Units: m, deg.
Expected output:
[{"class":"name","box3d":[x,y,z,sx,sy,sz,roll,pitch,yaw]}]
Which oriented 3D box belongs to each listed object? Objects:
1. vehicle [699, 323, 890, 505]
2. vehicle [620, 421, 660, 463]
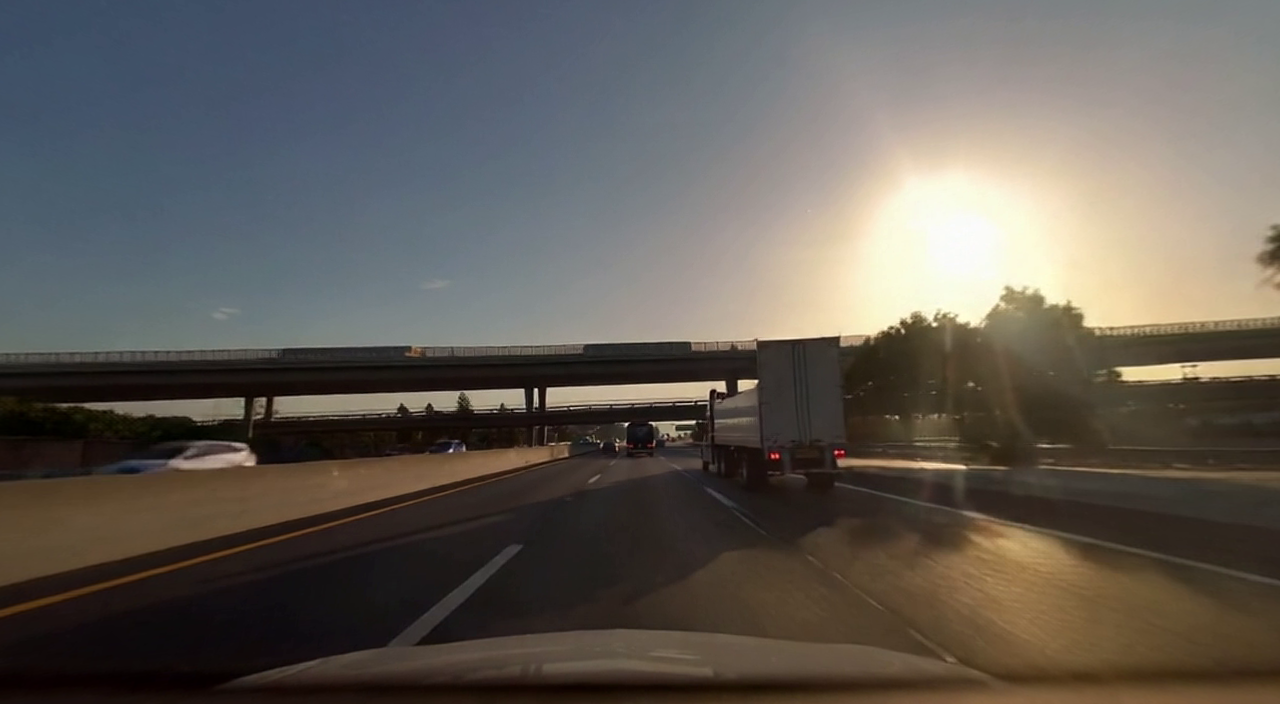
[{"class":"vehicle","box3d":[3.862,2.122,19.243,2.997,3.983,10.860,1,-8,0]},{"class":"vehicle","box3d":[0.029,6.127,42.796,2.481,2.618,6.314,-1,-8,0]}]
